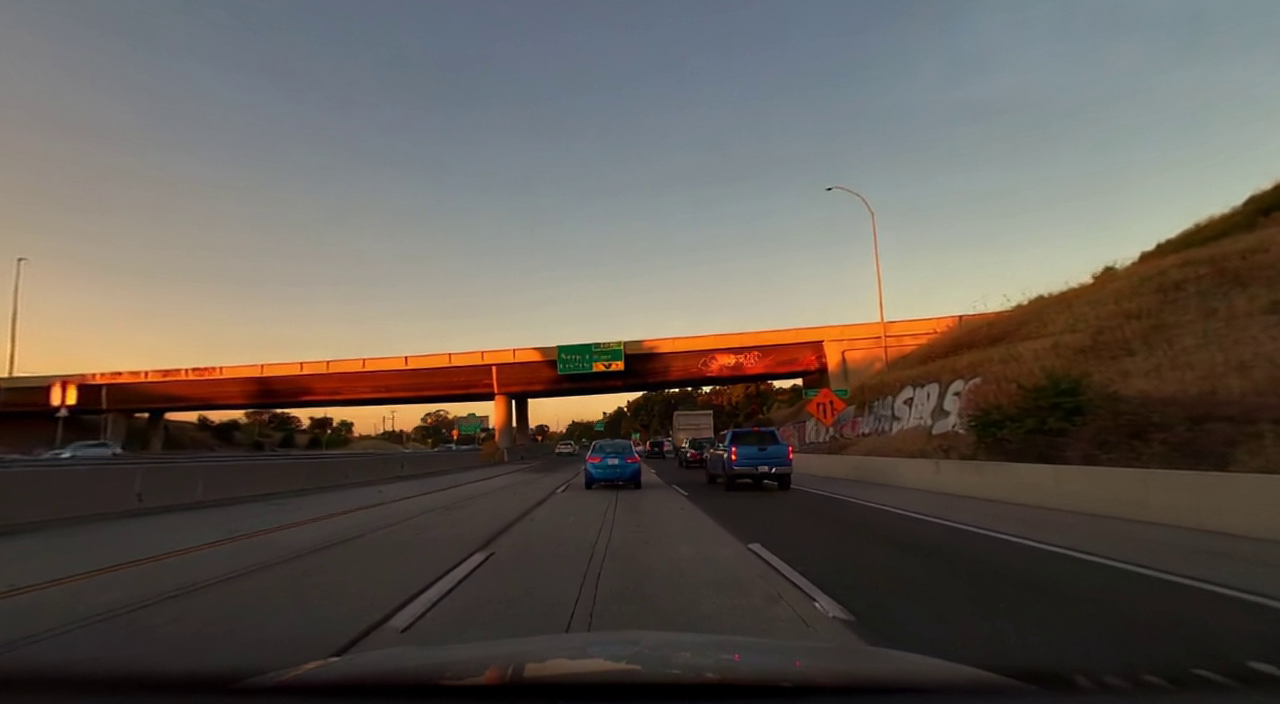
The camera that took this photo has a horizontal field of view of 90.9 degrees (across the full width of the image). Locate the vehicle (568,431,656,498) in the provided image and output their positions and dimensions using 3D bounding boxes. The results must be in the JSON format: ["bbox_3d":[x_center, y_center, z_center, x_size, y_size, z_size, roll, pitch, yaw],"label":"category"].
[{"bbox_3d":[-0.724,3.116,17.788,2.193,1.651,3.946,0,-8,-1],"label":"vehicle"}]

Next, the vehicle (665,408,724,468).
[{"bbox_3d":[3.262,5.495,39.929,2.873,3.408,7.323,0,-8,-1],"label":"vehicle"}]

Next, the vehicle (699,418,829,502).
[{"bbox_3d":[3.152,2.949,17.630,2.311,1.922,5.977,0,-8,-1],"label":"vehicle"}]
